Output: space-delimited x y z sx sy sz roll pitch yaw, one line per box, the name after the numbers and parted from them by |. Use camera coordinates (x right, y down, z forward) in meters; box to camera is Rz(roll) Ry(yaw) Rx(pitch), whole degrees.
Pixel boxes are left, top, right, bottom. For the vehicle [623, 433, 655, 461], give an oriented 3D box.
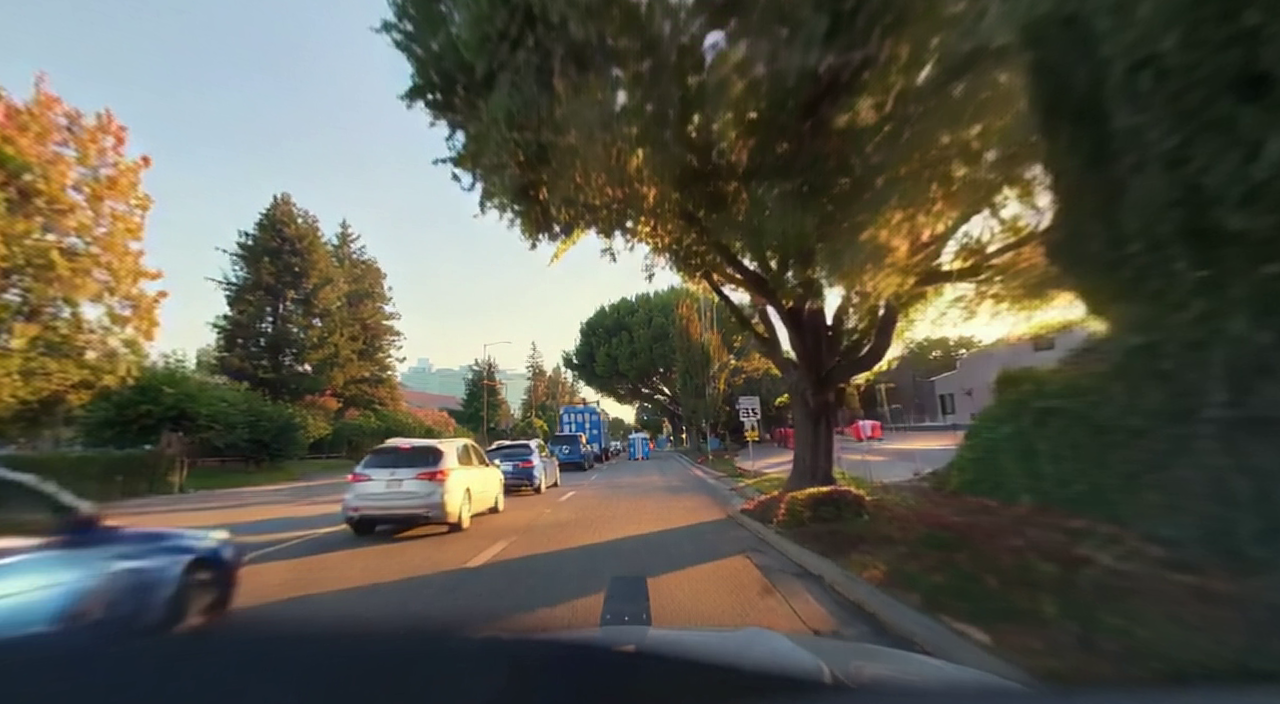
-0.085 6.629 44.045 2.117 1.861 4.095 0 -8 0 | vehicle

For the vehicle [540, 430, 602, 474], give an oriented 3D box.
-3.055 4.543 28.856 2.187 1.821 4.748 0 -8 1 | vehicle

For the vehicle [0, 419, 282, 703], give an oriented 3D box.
-3.585 0.991 2.395 1.998 1.466 4.124 0 -8 0 | vehicle

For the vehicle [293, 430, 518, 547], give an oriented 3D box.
-3.477 2.105 10.482 1.972 1.486 4.547 0 -8 0 | vehicle
